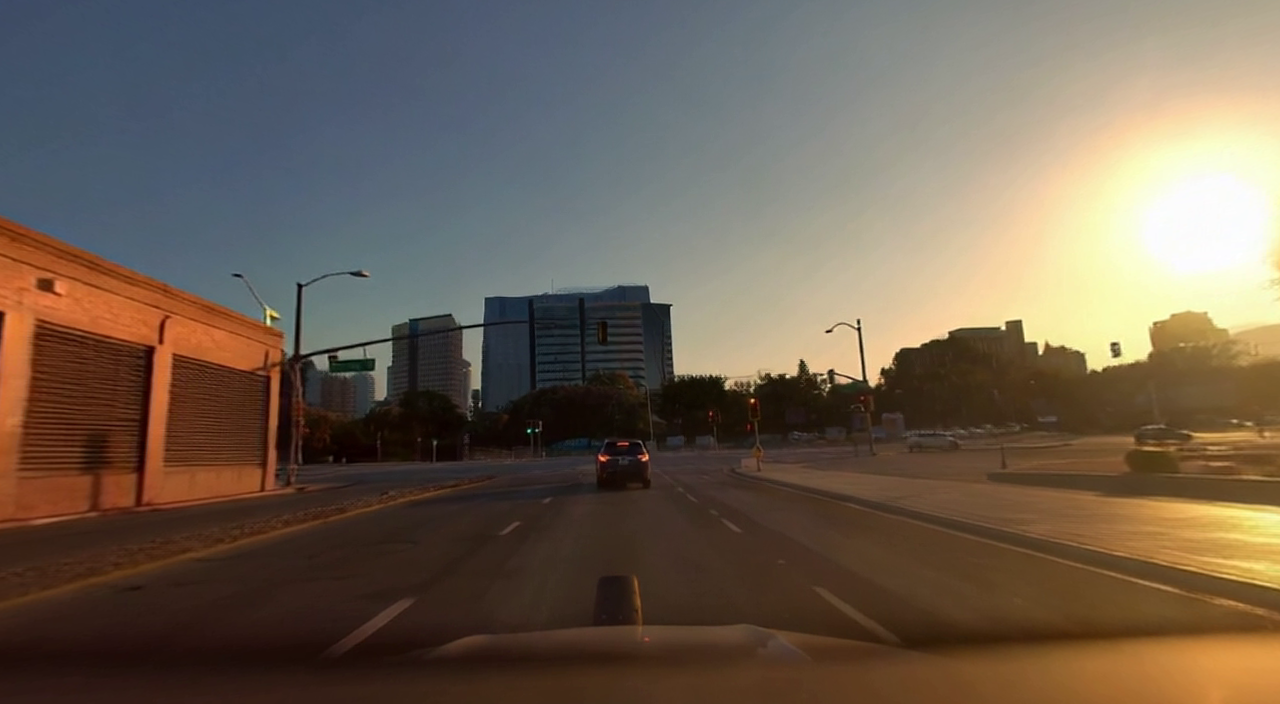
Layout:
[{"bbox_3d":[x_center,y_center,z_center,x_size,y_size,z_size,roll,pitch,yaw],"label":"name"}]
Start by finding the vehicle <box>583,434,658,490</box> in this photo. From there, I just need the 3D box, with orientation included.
[{"bbox_3d":[-0.638,3.628,21.164,2.218,1.657,4.551,0,-9,-1],"label":"vehicle"}]
